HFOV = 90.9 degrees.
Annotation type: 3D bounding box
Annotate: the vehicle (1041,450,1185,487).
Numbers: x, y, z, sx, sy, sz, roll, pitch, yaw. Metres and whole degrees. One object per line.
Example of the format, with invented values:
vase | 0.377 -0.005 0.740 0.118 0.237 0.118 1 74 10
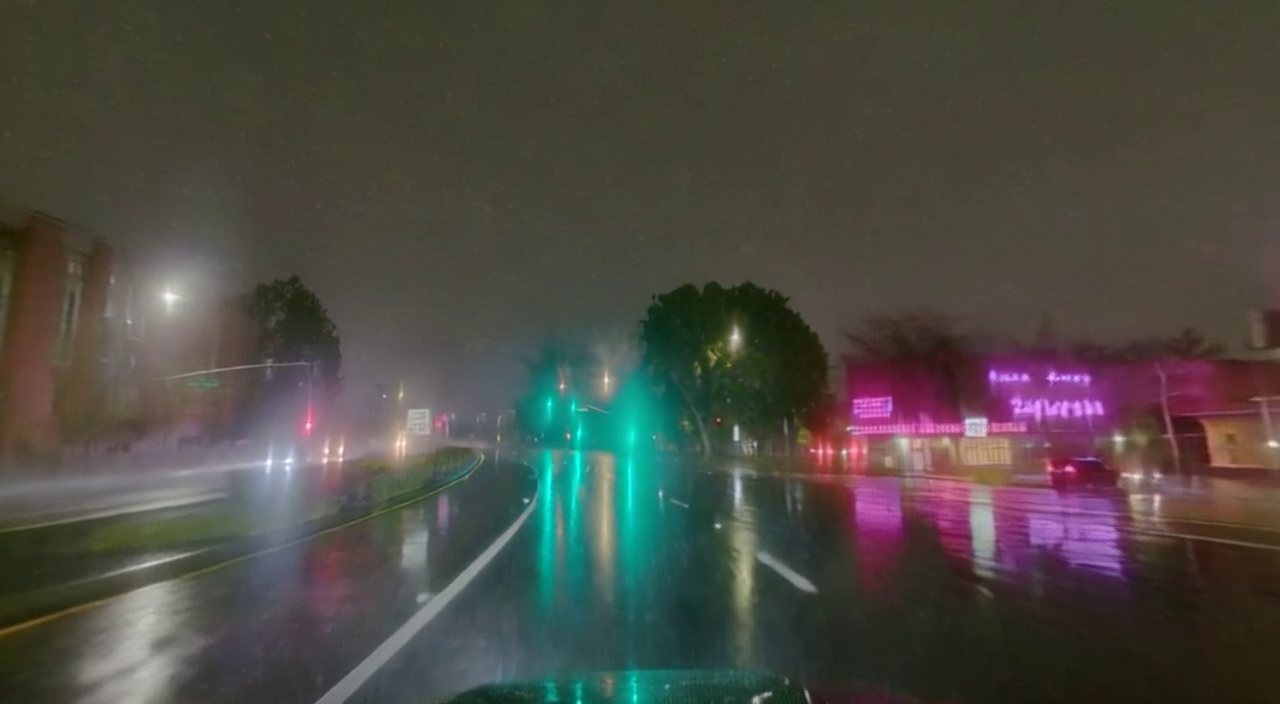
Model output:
vehicle | 22.264 5.480 29.828 4.946 1.656 2.139 -1 -8 4
